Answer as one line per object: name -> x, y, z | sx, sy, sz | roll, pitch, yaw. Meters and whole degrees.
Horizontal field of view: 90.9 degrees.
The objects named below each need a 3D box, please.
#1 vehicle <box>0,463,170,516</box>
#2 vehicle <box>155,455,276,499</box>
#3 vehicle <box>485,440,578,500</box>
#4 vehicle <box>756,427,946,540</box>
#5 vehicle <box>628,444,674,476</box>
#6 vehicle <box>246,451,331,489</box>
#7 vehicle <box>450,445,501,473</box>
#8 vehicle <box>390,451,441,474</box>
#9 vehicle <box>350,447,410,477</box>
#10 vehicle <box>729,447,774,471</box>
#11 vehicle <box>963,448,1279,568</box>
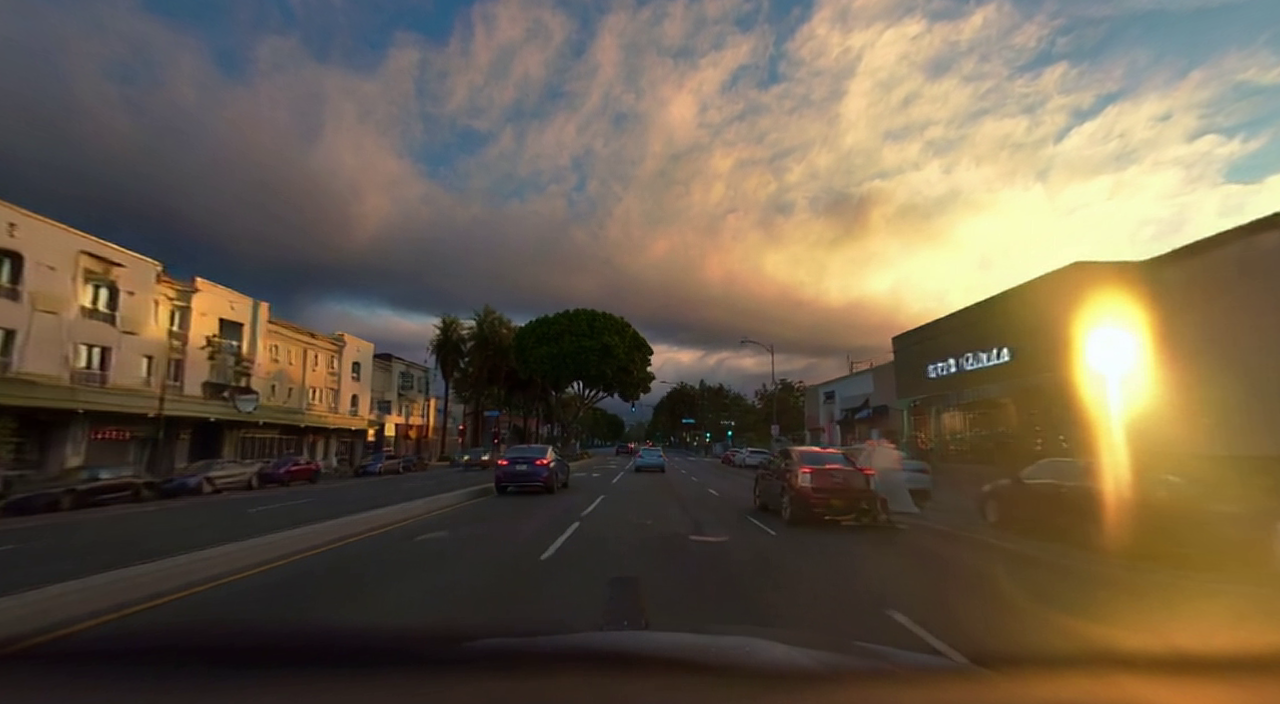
vehicle -> -16.992, 4.135, 19.394 | 1.668, 1.298, 4.337 | 0, -9, 1
vehicle -> -16.930, 4.966, 25.424 | 1.854, 1.466, 4.377 | -2, -8, 0
vehicle -> -2.970, 3.313, 18.115 | 1.860, 1.510, 4.073 | 0, -9, 1
vehicle -> 3.463, 2.226, 11.263 | 1.987, 1.637, 3.896 | 0, -9, 0
vehicle -> 0.519, 5.329, 31.316 | 2.103, 1.468, 4.094 | 0, -9, 0
vehicle -> -16.871, 5.643, 30.484 | 1.825, 1.560, 4.109 | -2, -8, -1
vehicle -> -10.397, 6.769, 40.131 | 1.951, 1.658, 4.473 | -1, -9, 2
vehicle -> -16.277, 8.049, 45.997 | 1.919, 1.469, 4.719 | -2, -8, 1
vehicle -> -16.673, 7.068, 40.638 | 2.001, 1.760, 4.329 | -2, -9, 0
vehicle -> 7.278, 7.025, 41.537 | 1.920, 1.473, 4.898 | 0, -9, -2
vehicle -> 7.161, 2.265, 10.019 | 1.769, 1.427, 4.487 | 0, -9, 2
